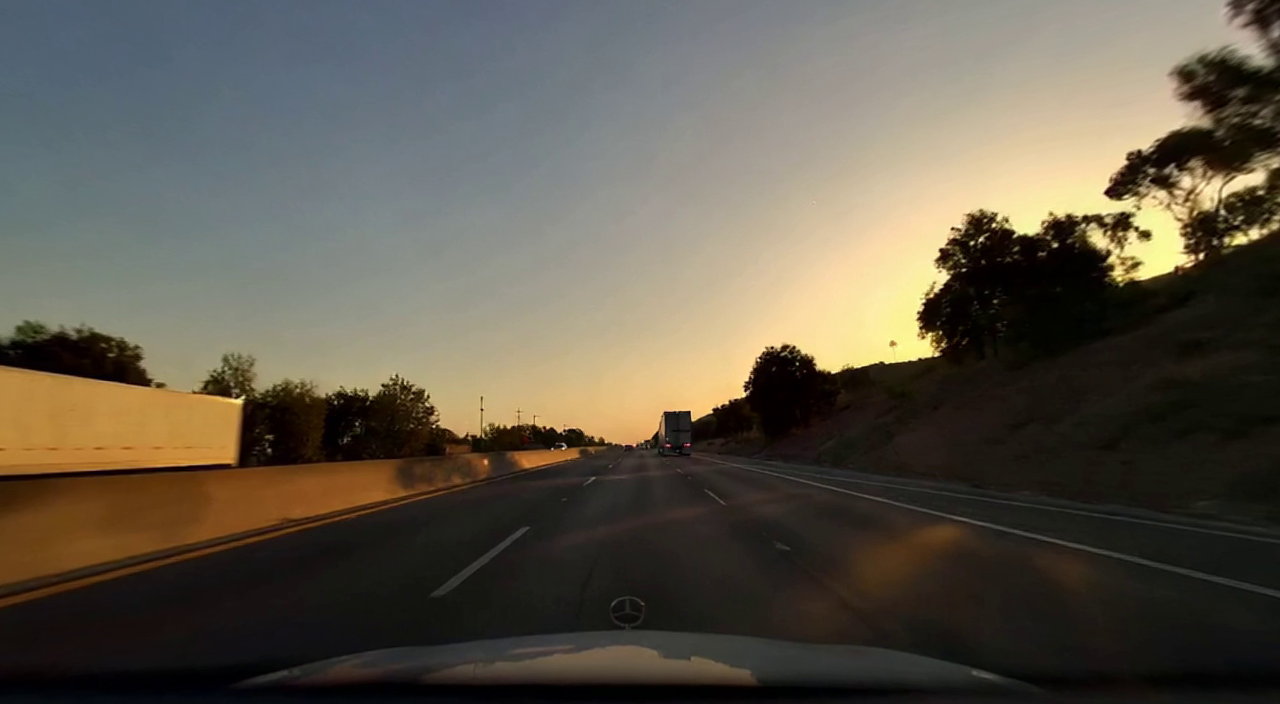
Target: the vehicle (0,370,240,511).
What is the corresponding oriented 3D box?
[{"bbox_3d":[-18.878,3.197,22.604,2.976,4.034,8.952,0,-9,0],"label":"vehicle"}]
